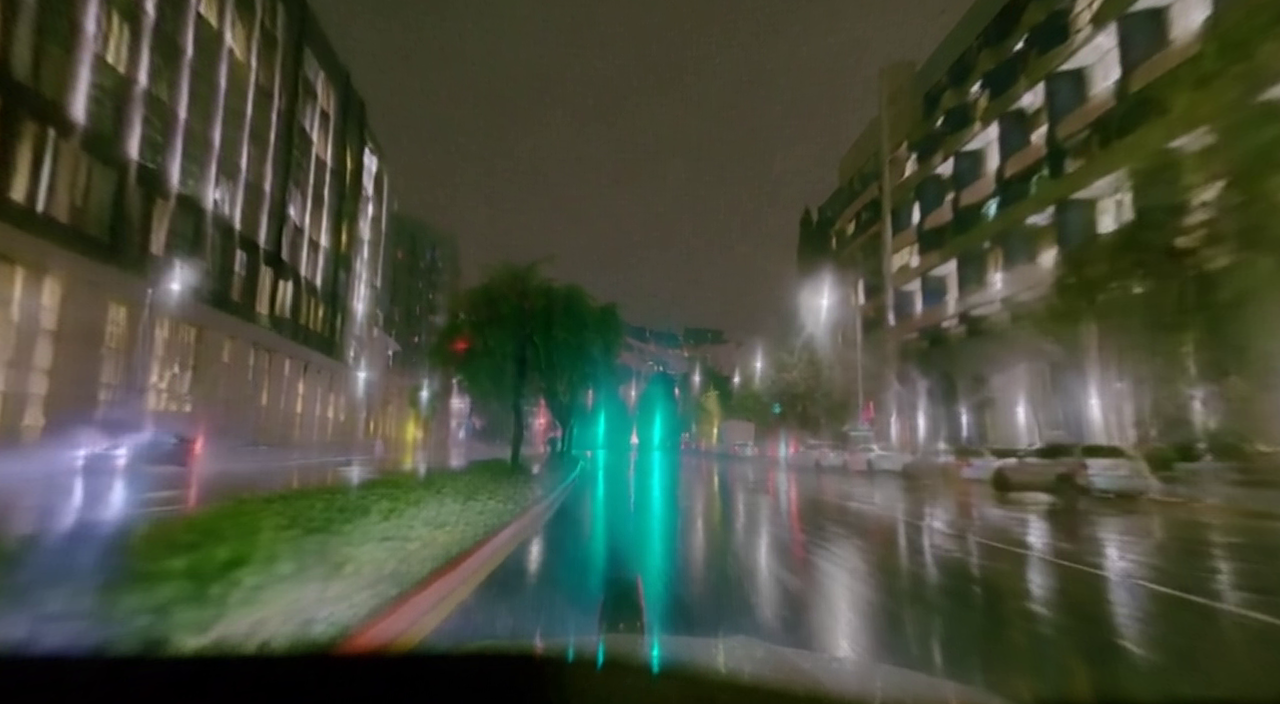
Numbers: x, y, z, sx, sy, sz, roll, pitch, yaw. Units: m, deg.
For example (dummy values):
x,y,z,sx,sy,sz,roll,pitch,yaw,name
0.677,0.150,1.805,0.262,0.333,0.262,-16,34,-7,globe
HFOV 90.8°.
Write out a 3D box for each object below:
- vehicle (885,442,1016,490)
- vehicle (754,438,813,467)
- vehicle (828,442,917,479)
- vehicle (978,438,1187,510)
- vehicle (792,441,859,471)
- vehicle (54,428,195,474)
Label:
x,y,z,sx,sy,sz,roll,pitch,yaw,name
10.581,3.900,22.000,1.838,1.466,4.704,1,-9,-5,vehicle
9.224,6.519,41.152,2.050,1.699,5.584,1,-8,-5,vehicle
10.149,4.770,28.025,1.895,1.467,4.885,0,-8,-3,vehicle
10.728,2.964,15.838,1.907,1.524,4.381,0,-8,-3,vehicle
9.849,5.574,33.942,1.801,1.489,4.339,1,-9,-7,vehicle
-19.144,3.676,23.728,1.938,1.524,4.107,1,-8,-3,vehicle
